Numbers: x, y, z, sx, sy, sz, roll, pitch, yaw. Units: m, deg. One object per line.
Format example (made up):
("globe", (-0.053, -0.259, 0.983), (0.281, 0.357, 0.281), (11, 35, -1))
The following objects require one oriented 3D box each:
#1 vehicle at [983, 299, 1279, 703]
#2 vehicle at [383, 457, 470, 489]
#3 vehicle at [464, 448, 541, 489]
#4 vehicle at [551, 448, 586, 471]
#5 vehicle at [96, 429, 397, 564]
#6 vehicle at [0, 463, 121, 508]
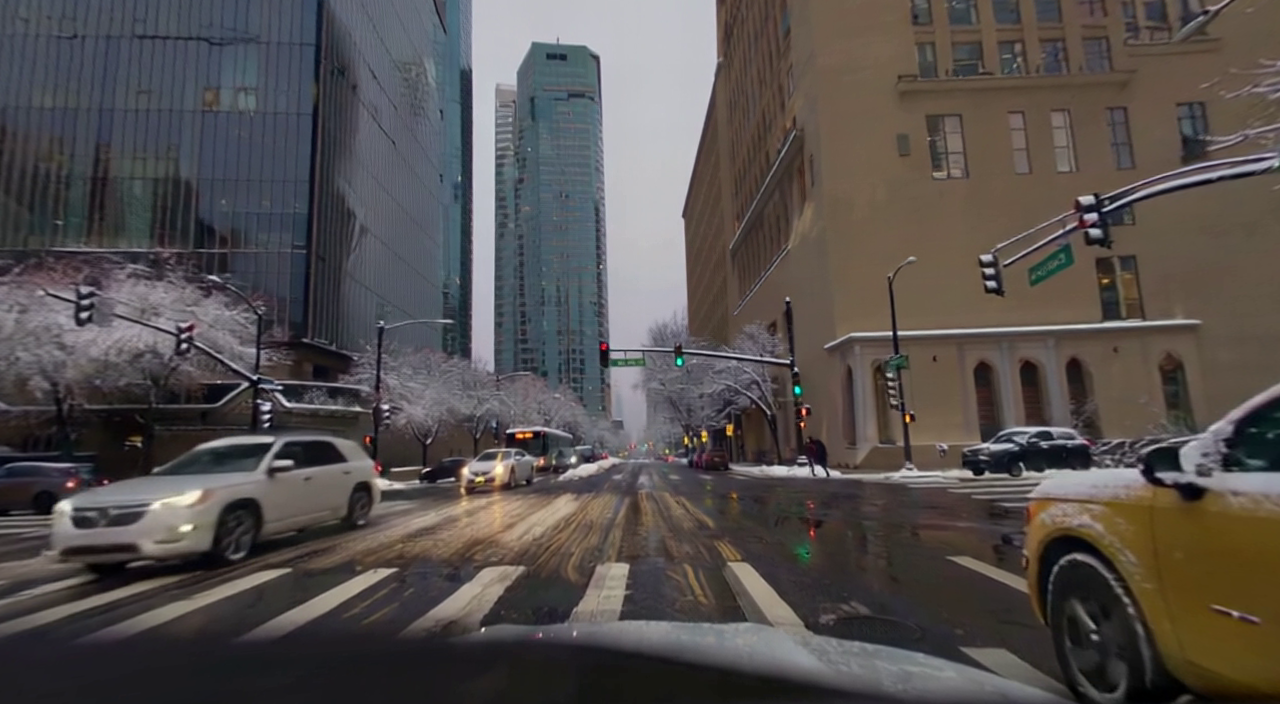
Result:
("vehicle", (3.263, 0.627, 1.343), (2.118, 1.848, 5.426), (0, -8, 2))
("vehicle", (-11.226, 6.371, 33.534), (2.051, 1.468, 4.635), (-2, -9, 15))
("vehicle", (-5.469, 4.699, 25.784), (1.956, 1.457, 4.958), (0, -8, 1))
("vehicle", (-5.365, 8.104, 47.750), (1.997, 1.610, 4.144), (0, -8, 2))
("vehicle", (-5.977, 2.198, 10.458), (1.990, 1.710, 4.507), (0, -8, 1))
("vehicle", (-27.166, 6.053, 28.729), (5.101, 1.851, 2.118), (0, -8, 2))
